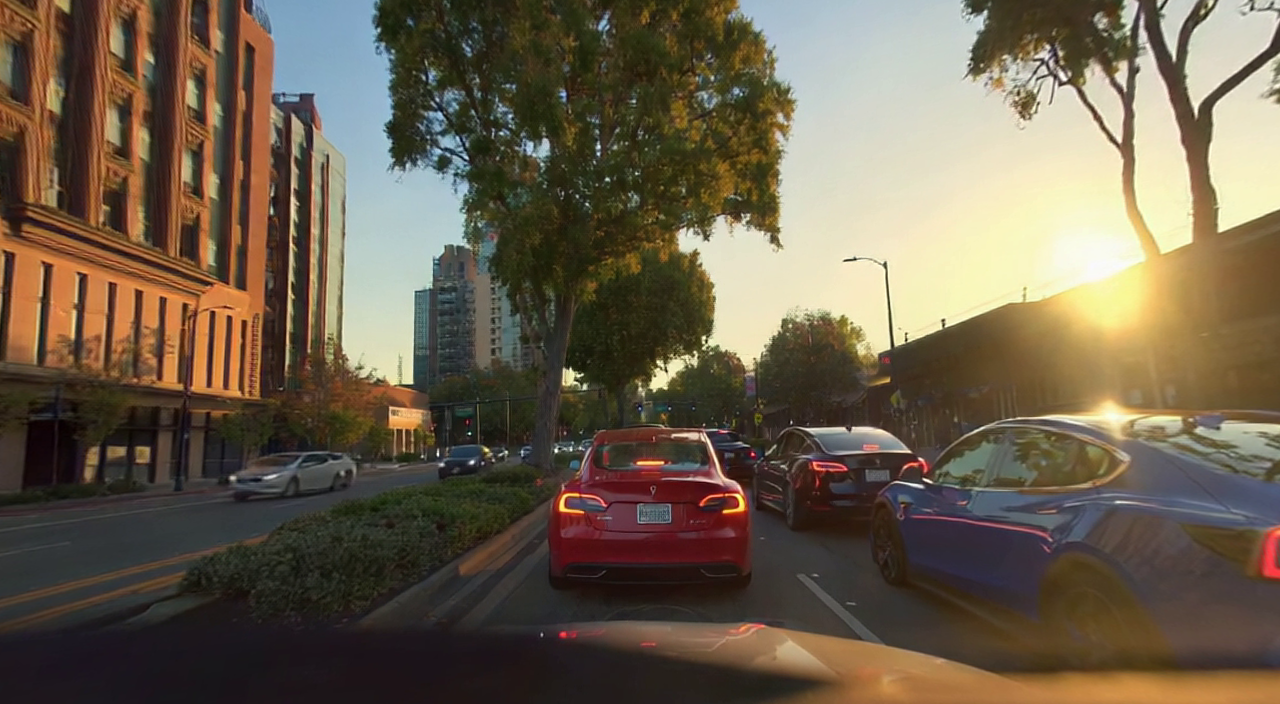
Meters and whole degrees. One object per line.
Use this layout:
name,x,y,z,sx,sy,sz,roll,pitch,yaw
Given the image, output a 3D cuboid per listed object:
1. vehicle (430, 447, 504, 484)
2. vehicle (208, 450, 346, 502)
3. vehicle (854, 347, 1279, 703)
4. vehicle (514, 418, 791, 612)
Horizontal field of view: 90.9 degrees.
vehicle,-7.558,4.985,27.983,1.979,1.490,4.225,0,-8,1
vehicle,-11.776,4.010,20.878,1.892,1.479,4.355,0,-8,1
vehicle,3.192,1.099,4.065,2.038,1.651,4.455,0,-8,0
vehicle,0.105,1.559,6.930,2.137,1.488,3.938,0,-8,0
